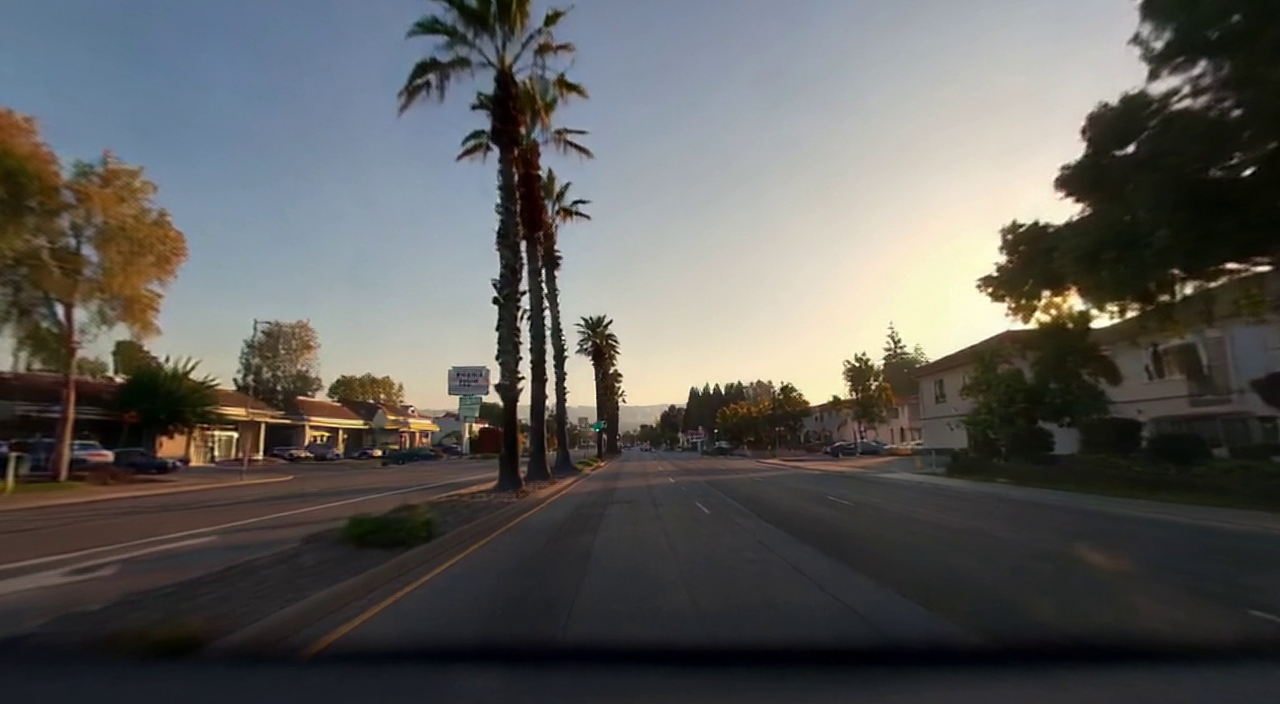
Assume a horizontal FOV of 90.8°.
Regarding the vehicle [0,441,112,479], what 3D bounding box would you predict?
[{"bbox_3d":[-31.816,5.751,33.777,5.196,1.936,2.247,-1,-9,3],"label":"vehicle"}]
